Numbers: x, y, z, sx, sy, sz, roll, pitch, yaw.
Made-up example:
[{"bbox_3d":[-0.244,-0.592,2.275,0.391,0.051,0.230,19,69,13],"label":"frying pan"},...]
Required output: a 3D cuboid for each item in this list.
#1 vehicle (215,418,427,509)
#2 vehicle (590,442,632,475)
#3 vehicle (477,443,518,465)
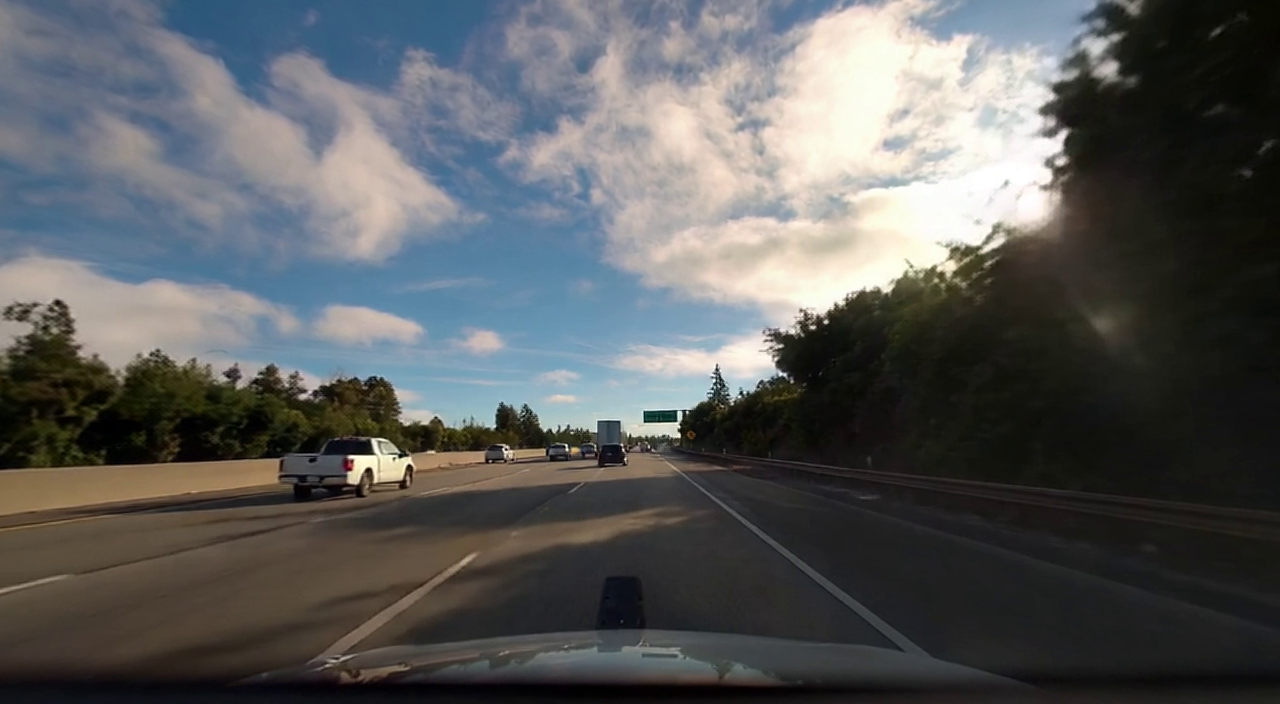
[{"bbox_3d":[-7.317,2.641,15.387,2.115,1.778,5.572,0,-8,2],"label":"vehicle"},{"bbox_3d":[-1.420,5.458,32.544,1.931,1.528,4.126,0,-8,1],"label":"vehicle"},{"bbox_3d":[-10.675,7.664,47.473,2.036,1.506,4.358,0,-8,1],"label":"vehicle"}]
